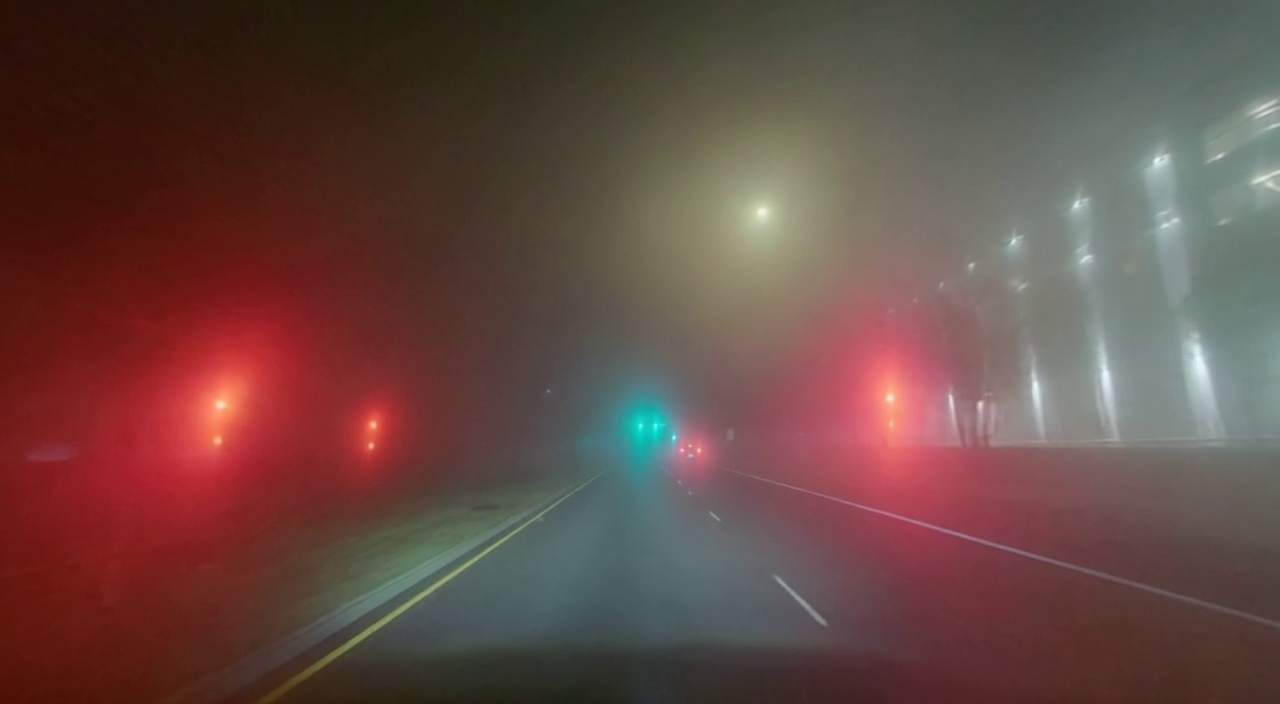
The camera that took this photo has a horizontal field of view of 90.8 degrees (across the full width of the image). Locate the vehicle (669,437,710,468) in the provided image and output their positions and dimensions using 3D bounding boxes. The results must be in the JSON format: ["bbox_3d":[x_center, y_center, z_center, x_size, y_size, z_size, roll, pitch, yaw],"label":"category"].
[{"bbox_3d":[3.050,6.348,40.053,2.085,1.828,5.383,0,-8,-1],"label":"vehicle"}]
